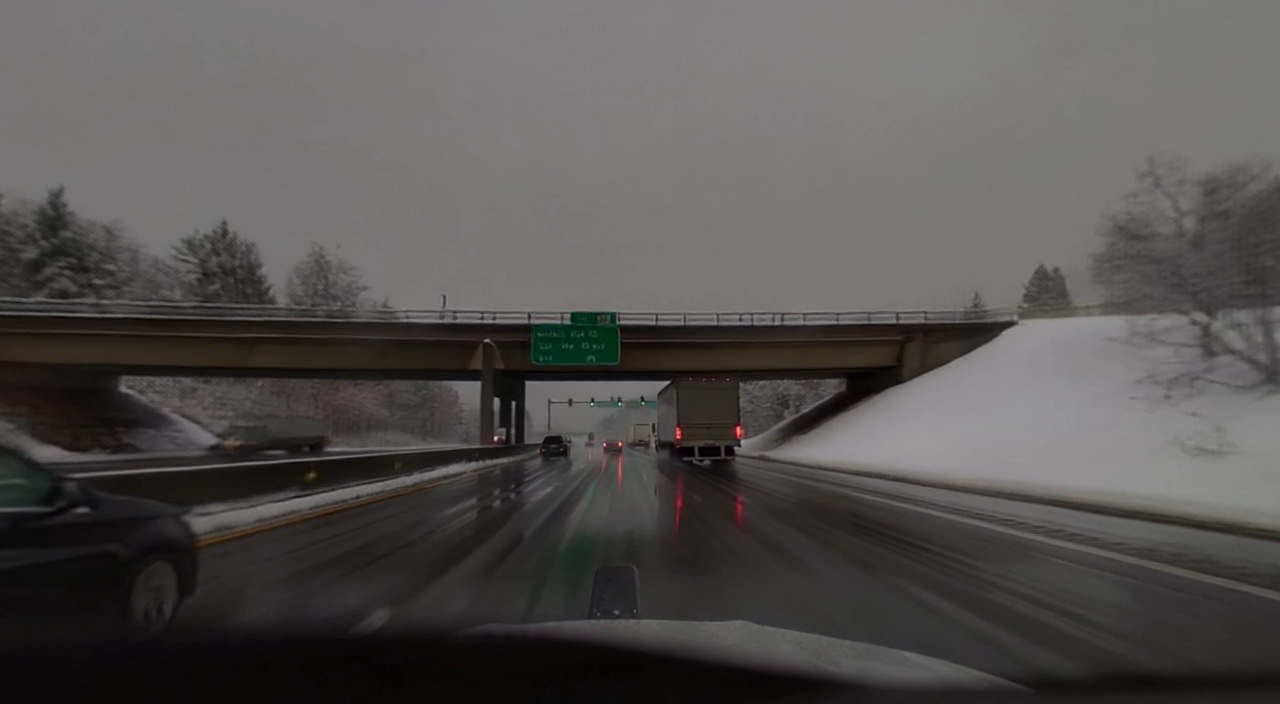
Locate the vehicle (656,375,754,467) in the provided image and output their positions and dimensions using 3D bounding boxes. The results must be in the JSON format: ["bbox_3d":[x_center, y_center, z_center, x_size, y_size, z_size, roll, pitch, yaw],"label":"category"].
[{"bbox_3d":[3.068,4.036,34.845,3.301,4.034,13.722,0,-8,-3],"label":"vehicle"}]

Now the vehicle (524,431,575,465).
[{"bbox_3d":[-5.031,5.424,35.742,2.377,1.747,4.703,0,-8,-3],"label":"vehicle"}]

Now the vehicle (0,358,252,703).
[{"bbox_3d":[-3.997,0.810,2.443,2.213,1.650,4.403,0,-8,-1],"label":"vehicle"}]

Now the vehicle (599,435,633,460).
[{"bbox_3d":[-1.690,6.460,42.706,2.125,1.542,3.816,0,-8,-4],"label":"vehicle"}]
